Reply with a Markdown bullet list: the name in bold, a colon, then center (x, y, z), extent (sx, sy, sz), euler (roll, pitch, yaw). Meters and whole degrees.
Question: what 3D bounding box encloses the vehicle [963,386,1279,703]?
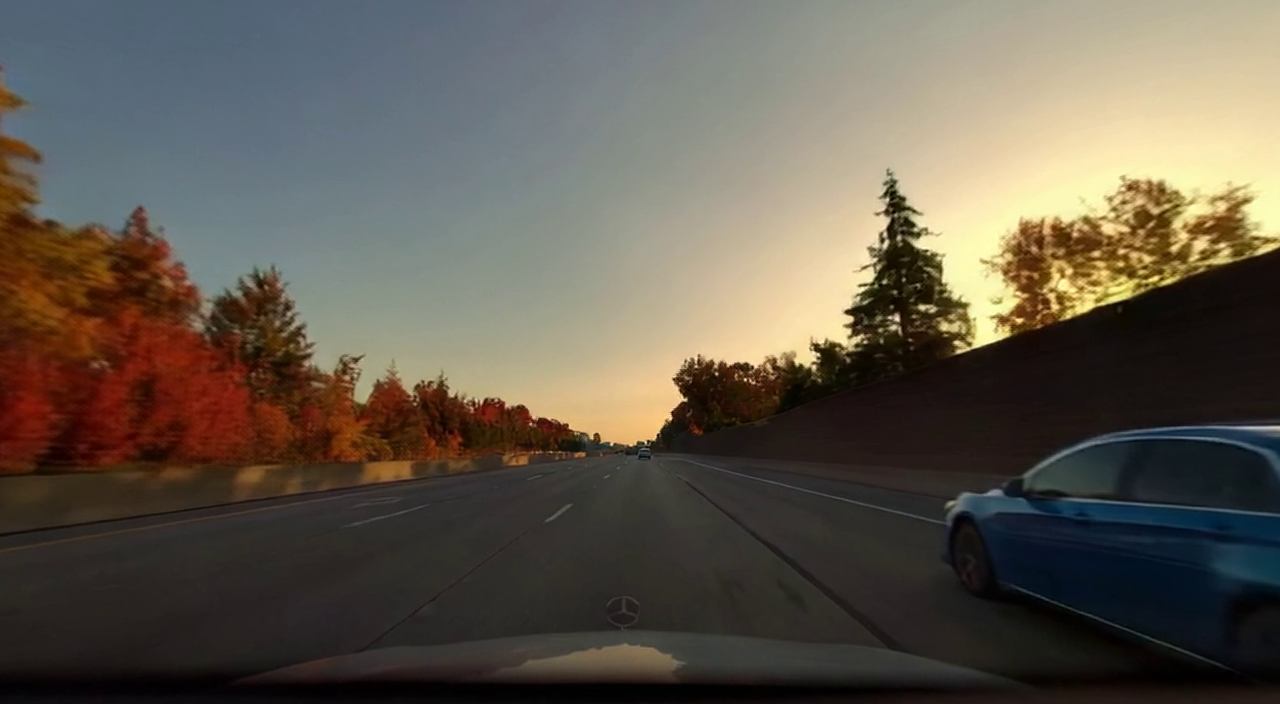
- **vehicle**: center (3.583, 0.928, 2.474), extent (2.146, 1.573, 4.661), euler (0, -9, 0)
